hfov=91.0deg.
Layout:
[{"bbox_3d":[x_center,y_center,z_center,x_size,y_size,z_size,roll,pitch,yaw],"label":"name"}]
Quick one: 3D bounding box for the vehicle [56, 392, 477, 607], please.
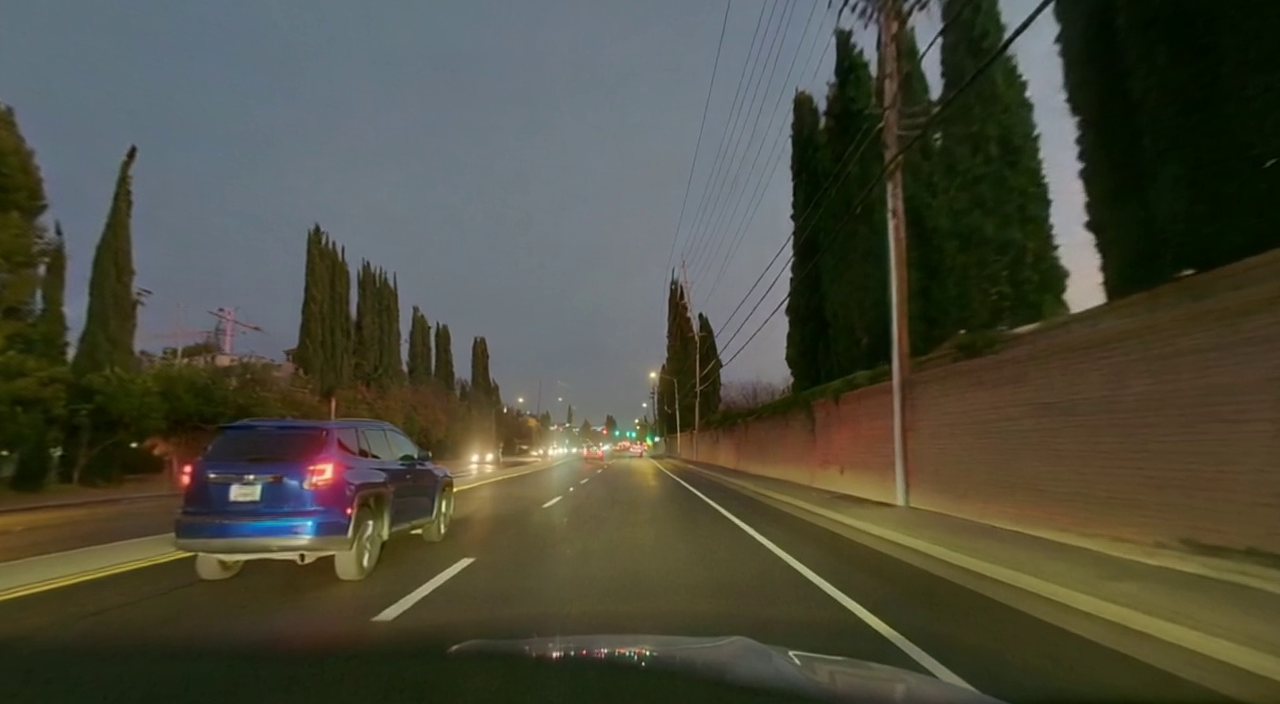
[{"bbox_3d":[-3.628,1.525,7.448,2.147,1.730,4.555,0,-8,0],"label":"vehicle"}]
